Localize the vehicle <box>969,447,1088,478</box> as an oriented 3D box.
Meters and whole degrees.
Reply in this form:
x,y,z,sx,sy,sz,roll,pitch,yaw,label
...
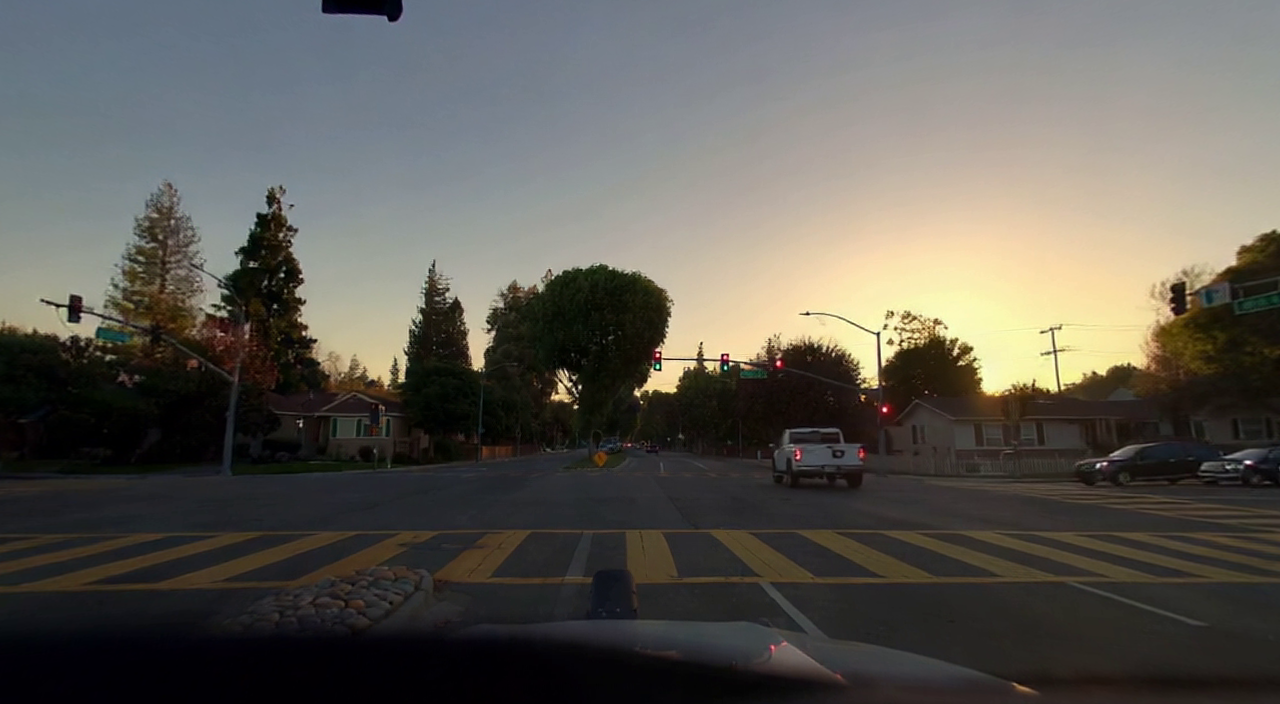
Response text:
x,y,z,sx,sy,sz,roll,pitch,yaw,label
19.730,5.609,32.237,4.874,1.544,1.779,0,-9,1,vehicle

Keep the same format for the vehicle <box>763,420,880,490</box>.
x,y,z,sx,sy,sz,roll,pitch,yaw,label
5.929,3.476,21.618,2.273,2.042,5.717,0,-9,0,vehicle

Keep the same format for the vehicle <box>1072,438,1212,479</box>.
x,y,z,sx,sy,sz,roll,pitch,yaw,label
23.503,4.991,29.741,4.807,1.835,2.033,0,-9,-1,vehicle

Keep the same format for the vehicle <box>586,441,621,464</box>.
x,y,z,sx,sy,sz,roll,pitch,yaw,label
-2.391,6.715,42.282,2.045,1.484,3.991,0,-9,0,vehicle

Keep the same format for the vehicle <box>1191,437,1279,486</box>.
x,y,z,sx,sy,sz,roll,pitch,yaw,label
23.634,4.042,23.462,4.417,1.725,1.969,0,-9,-1,vehicle
